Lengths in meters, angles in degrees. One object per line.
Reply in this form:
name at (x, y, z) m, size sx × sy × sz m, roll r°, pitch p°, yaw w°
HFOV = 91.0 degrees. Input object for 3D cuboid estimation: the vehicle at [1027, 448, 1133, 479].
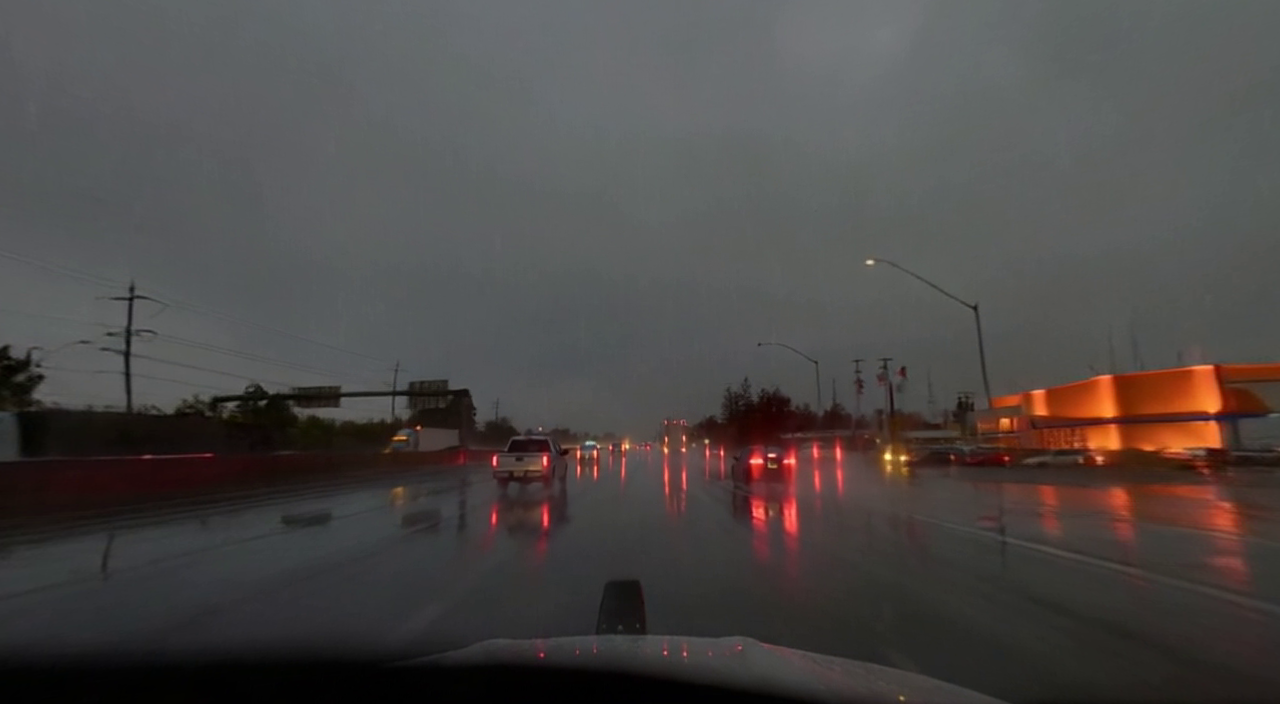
vehicle at (29.420, 7.455, 42.269) m, size 5.199 × 1.985 × 2.289 m, roll -1°, pitch -9°, yaw 5°

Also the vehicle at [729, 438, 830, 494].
vehicle at (4.061, 3.398, 19.142) m, size 1.980 × 1.501 × 4.433 m, roll 0°, pitch -9°, yaw -1°

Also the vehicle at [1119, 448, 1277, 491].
vehicle at (28.921, 6.095, 32.824) m, size 5.824 × 2.108 × 2.304 m, roll 0°, pitch -9°, yaw 2°

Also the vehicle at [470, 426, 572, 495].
vehicle at (-3.389, 3.212, 18.940) m, size 2.130 × 1.799 × 4.583 m, roll 0°, pitch -9°, yaw 1°

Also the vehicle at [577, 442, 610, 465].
vehicle at (-3.154, 6.987, 43.474) m, size 1.929 × 1.521 × 4.097 m, roll 0°, pitch -9°, yaw 1°
